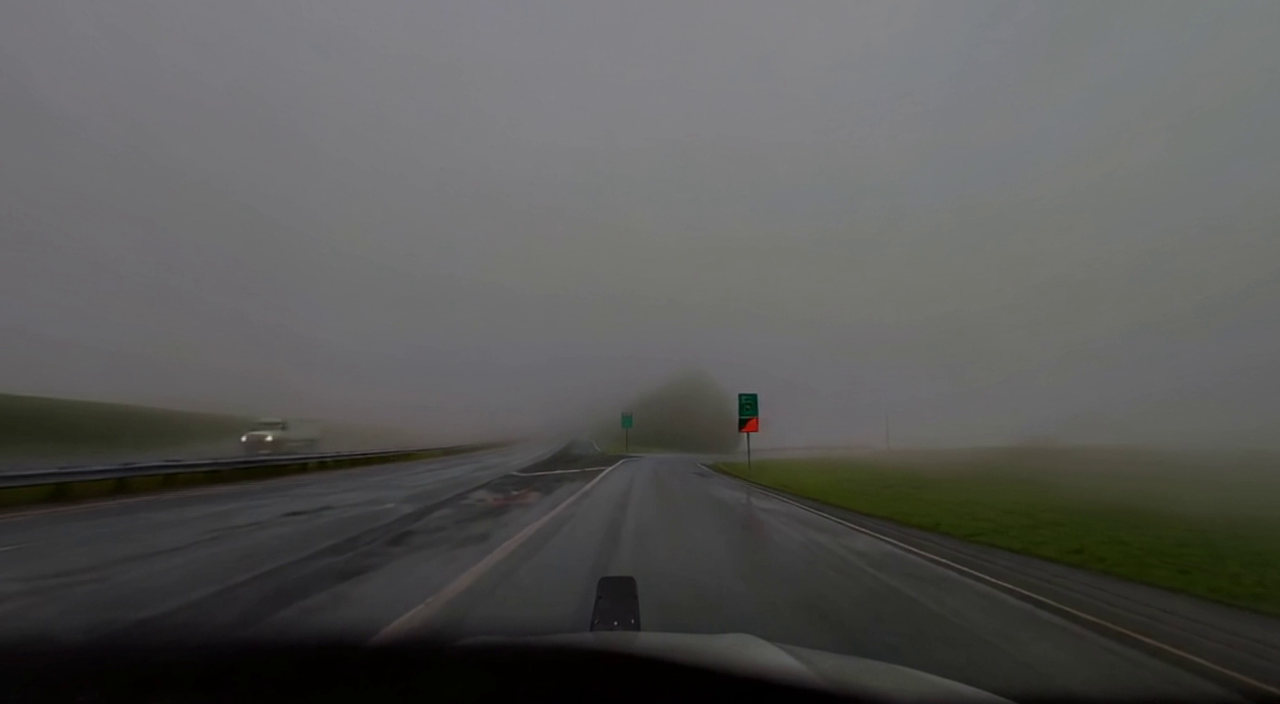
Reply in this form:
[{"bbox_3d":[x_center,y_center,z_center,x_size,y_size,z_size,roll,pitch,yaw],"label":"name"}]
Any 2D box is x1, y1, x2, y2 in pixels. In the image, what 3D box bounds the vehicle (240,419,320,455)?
[{"bbox_3d":[-25.953,6.175,45.771,2.208,2.438,6.660,0,-8,-4],"label":"vehicle"}]
